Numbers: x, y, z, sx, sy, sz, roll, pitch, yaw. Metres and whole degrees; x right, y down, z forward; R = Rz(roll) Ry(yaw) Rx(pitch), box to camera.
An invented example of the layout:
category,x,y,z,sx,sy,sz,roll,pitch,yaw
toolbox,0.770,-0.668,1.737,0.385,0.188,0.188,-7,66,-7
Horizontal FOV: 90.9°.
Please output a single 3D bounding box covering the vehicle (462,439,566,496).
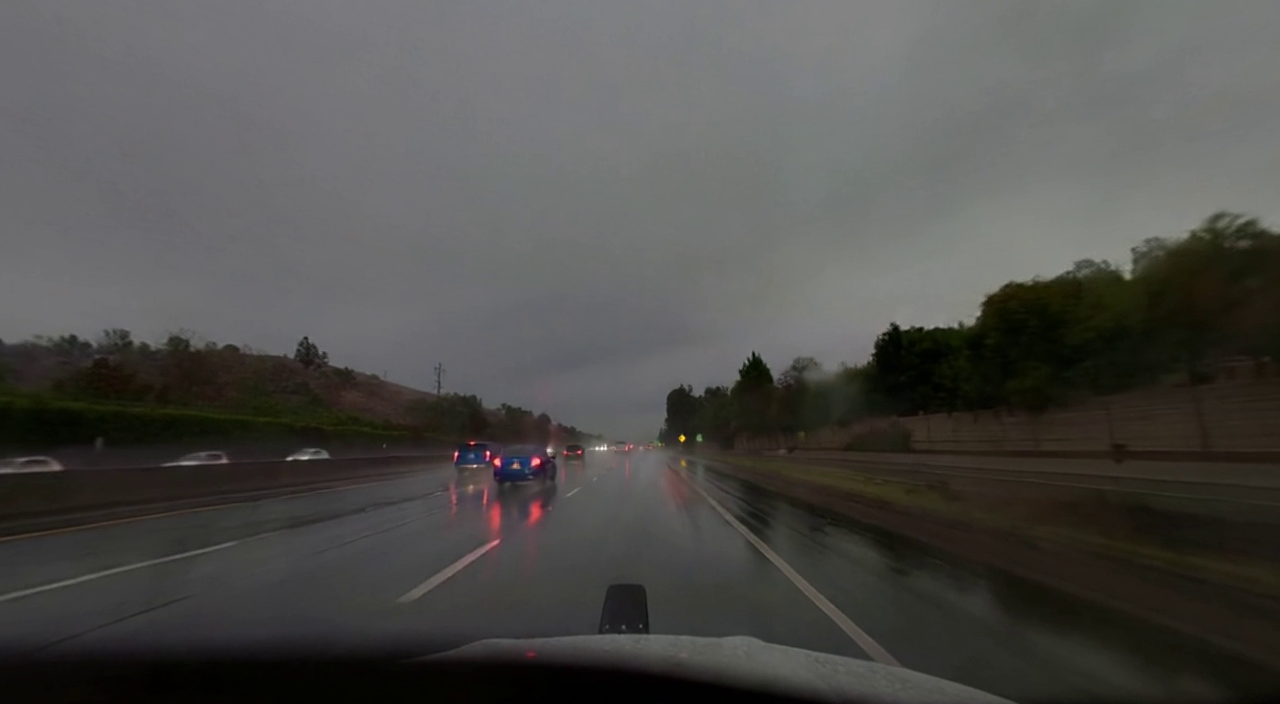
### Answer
category,x,y,z,sx,sy,sz,roll,pitch,yaw
vehicle,-3.653,3.444,19.296,2.081,1.514,4.943,0,-8,1
